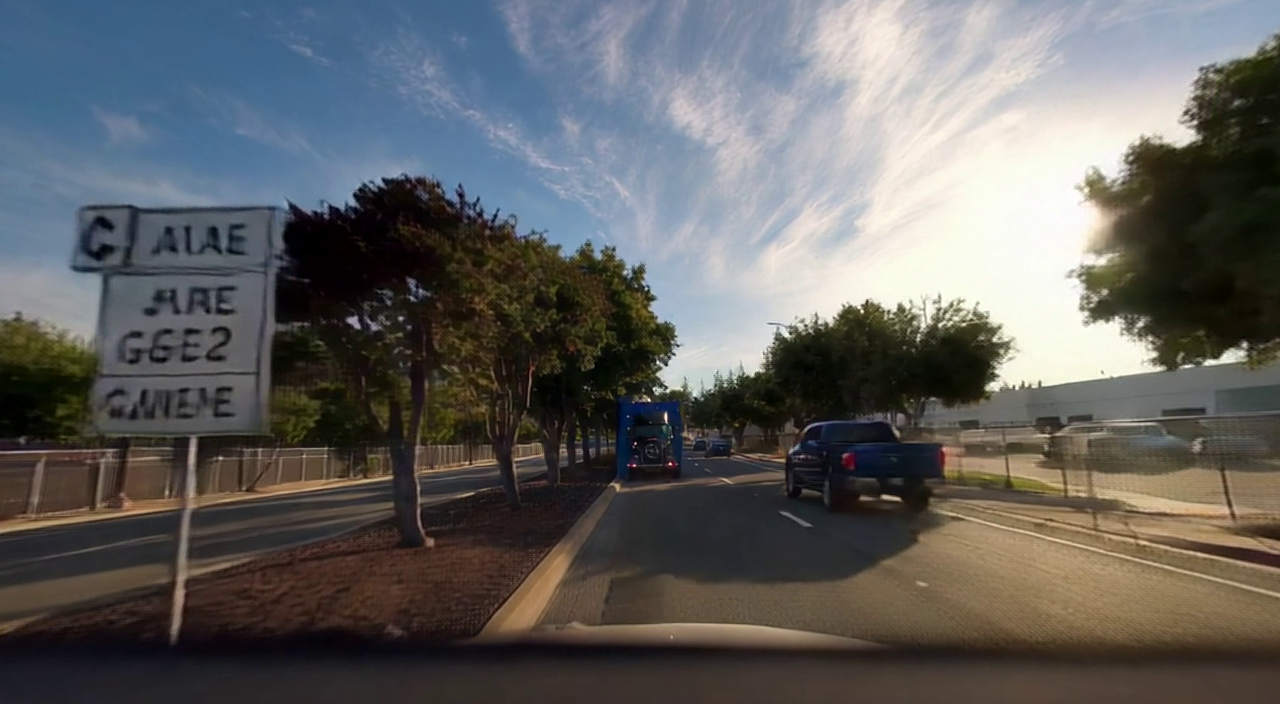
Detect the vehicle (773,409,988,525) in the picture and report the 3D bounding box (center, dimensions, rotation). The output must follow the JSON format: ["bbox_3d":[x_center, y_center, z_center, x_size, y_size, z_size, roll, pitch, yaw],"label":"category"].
[{"bbox_3d":[4.438,2.221,12.807,2.375,1.857,5.100,0,-8,1],"label":"vehicle"}]

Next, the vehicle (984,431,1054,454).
[{"bbox_3d":[23.244,5.549,38.754,3.251,1.321,1.555,-1,-8,0],"label":"vehicle"}]

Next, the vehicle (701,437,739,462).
[{"bbox_3d":[5.548,6.824,44.425,2.076,1.661,4.524,0,-8,0],"label":"vehicle"}]

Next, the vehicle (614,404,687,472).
[{"bbox_3d":[0.575,4.274,31.231,3.197,2.963,7.055,0,-8,2],"label":"vehicle"}]

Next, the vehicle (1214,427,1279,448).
[{"bbox_3d":[44.756,6.298,46.520,1.664,1.434,3.771,-3,-8,11],"label":"vehicle"}]
